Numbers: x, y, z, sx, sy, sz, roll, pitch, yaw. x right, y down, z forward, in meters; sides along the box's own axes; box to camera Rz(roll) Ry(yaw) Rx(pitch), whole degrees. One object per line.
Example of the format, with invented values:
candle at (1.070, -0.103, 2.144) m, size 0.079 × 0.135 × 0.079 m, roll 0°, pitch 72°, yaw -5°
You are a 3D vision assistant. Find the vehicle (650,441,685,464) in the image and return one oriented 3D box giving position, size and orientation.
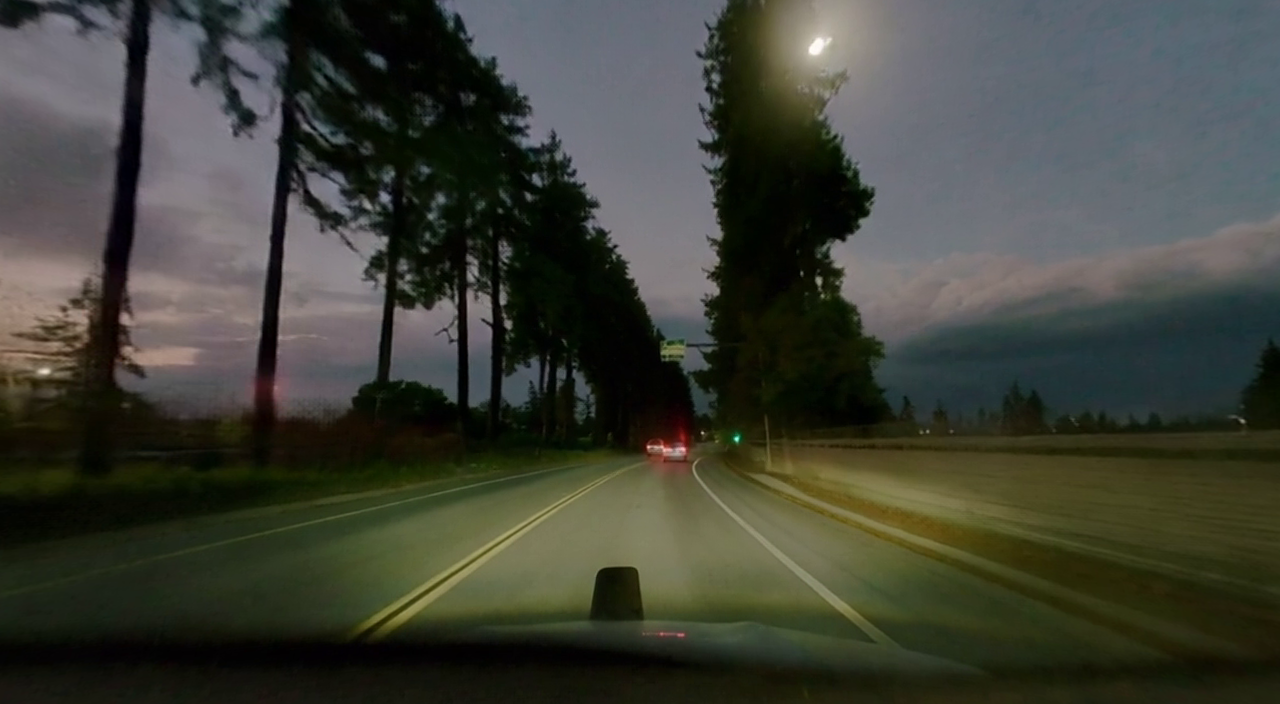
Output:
vehicle at (1.904, 6.774, 42.818) m, size 2.071 × 1.474 × 4.047 m, roll -1°, pitch -8°, yaw 6°
